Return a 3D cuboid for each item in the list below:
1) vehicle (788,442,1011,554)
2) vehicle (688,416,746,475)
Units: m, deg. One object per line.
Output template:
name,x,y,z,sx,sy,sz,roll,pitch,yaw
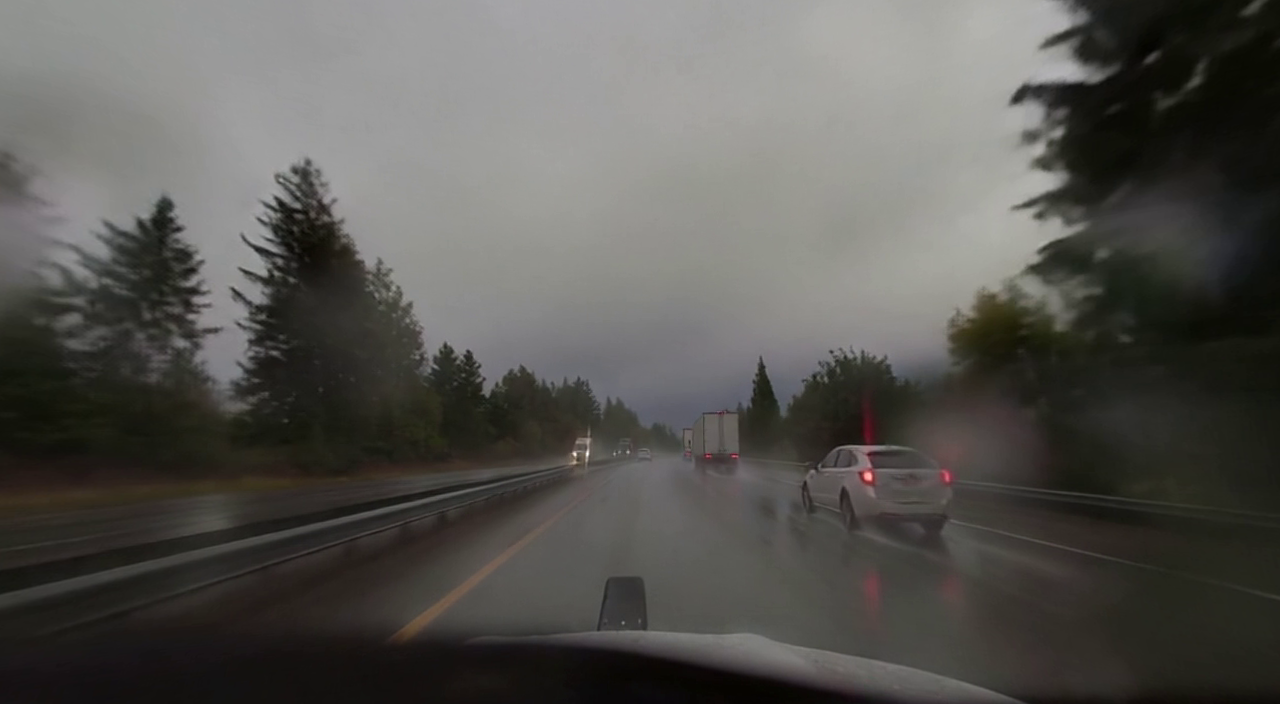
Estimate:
vehicle,3.910,2.246,10.390,1.893,1.442,4.039,0,-9,-1
vehicle,5.140,6.584,44.242,2.866,3.558,11.674,0,-9,1
